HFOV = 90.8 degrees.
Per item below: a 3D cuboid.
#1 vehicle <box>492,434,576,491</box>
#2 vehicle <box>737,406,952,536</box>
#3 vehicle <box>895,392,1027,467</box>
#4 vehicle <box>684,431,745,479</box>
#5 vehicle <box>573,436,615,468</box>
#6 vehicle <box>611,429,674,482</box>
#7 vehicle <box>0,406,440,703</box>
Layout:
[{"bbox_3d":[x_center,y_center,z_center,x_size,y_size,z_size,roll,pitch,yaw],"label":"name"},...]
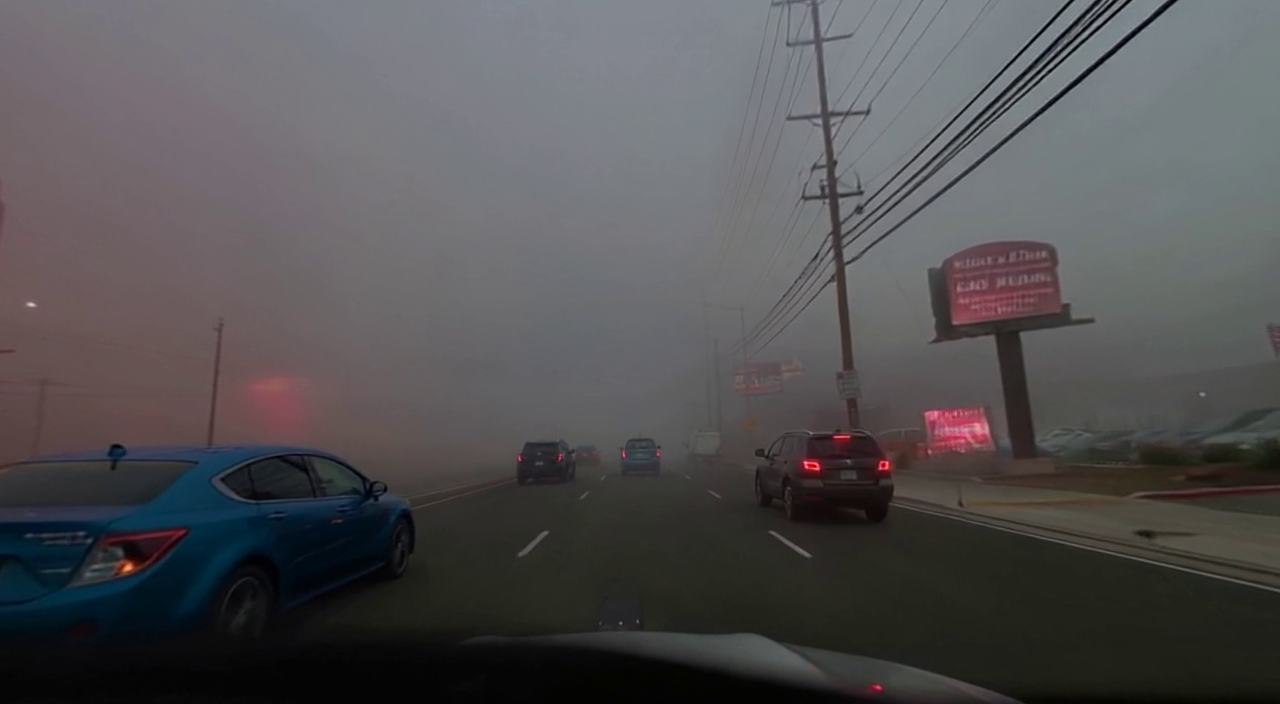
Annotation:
[{"bbox_3d":[-3.327,3.557,20.668,2.051,1.671,3.861,0,-8,0],"label":"vehicle"},{"bbox_3d":[3.400,2.114,11.832,2.282,1.897,4.915,0,-8,-1],"label":"vehicle"},{"bbox_3d":[12.549,3.137,25.258,2.477,2.665,5.203,0,-8,1],"label":"vehicle"},{"bbox_3d":[3.122,4.417,27.353,2.026,1.904,4.102,0,-8,-1],"label":"vehicle"},{"bbox_3d":[-3.003,6.686,42.456,2.405,2.009,5.909,0,-8,0],"label":"vehicle"},{"bbox_3d":[0.047,4.145,25.574,2.326,1.925,4.253,0,-8,-1],"label":"vehicle"},{"bbox_3d":[-3.247,1.293,4.749,2.022,1.498,4.471,0,-8,0],"label":"vehicle"}]
